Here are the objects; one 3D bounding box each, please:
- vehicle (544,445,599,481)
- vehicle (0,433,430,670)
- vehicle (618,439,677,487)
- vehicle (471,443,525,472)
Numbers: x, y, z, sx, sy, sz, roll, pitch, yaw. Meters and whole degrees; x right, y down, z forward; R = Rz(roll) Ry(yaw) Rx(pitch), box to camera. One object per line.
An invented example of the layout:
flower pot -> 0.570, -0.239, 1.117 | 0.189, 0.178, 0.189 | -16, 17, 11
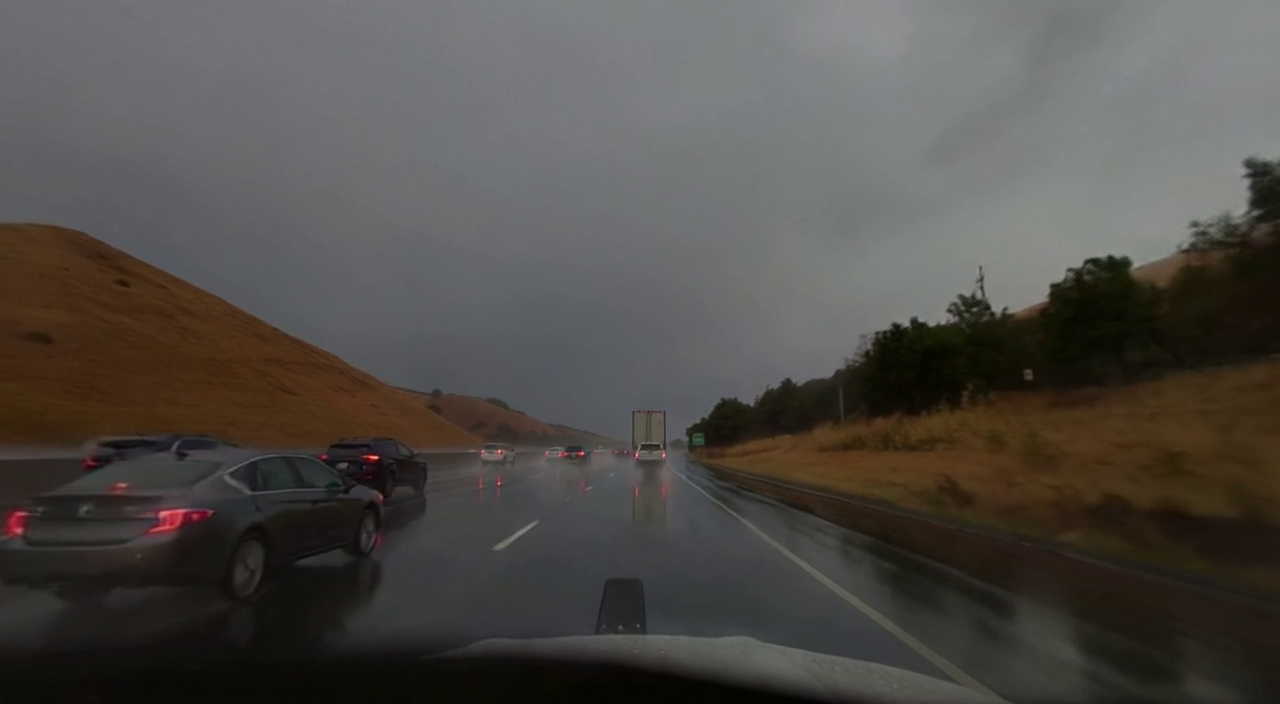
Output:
vehicle -> -3.428, 5.661, 32.340 | 2.155, 1.661, 4.477 | 0, -9, 2
vehicle -> -3.905, 1.616, 6.336 | 1.943, 1.468, 4.547 | 1, -9, 1
vehicle -> 0.303, 4.670, 26.772 | 2.281, 1.795, 4.297 | 1, -9, 0
vehicle -> -10.649, 7.985, 47.875 | 2.421, 2.025, 6.236 | 0, -9, 2
